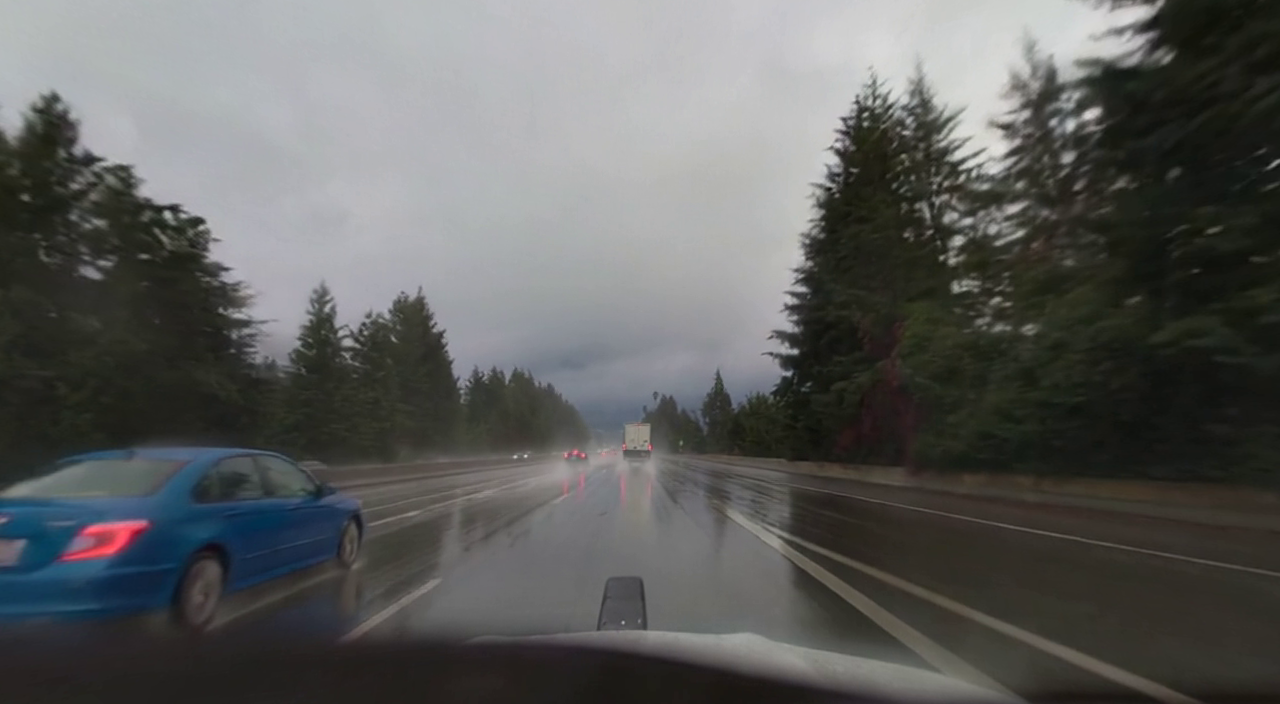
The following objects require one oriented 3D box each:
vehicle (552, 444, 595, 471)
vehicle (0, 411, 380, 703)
[{"bbox_3d":[-4.284,6.902,41.554,2.311,1.655,4.382,0,-9,1],"label":"vehicle"},{"bbox_3d":[-3.853,1.309,4.693,1.916,1.506,4.476,0,-9,0],"label":"vehicle"}]
